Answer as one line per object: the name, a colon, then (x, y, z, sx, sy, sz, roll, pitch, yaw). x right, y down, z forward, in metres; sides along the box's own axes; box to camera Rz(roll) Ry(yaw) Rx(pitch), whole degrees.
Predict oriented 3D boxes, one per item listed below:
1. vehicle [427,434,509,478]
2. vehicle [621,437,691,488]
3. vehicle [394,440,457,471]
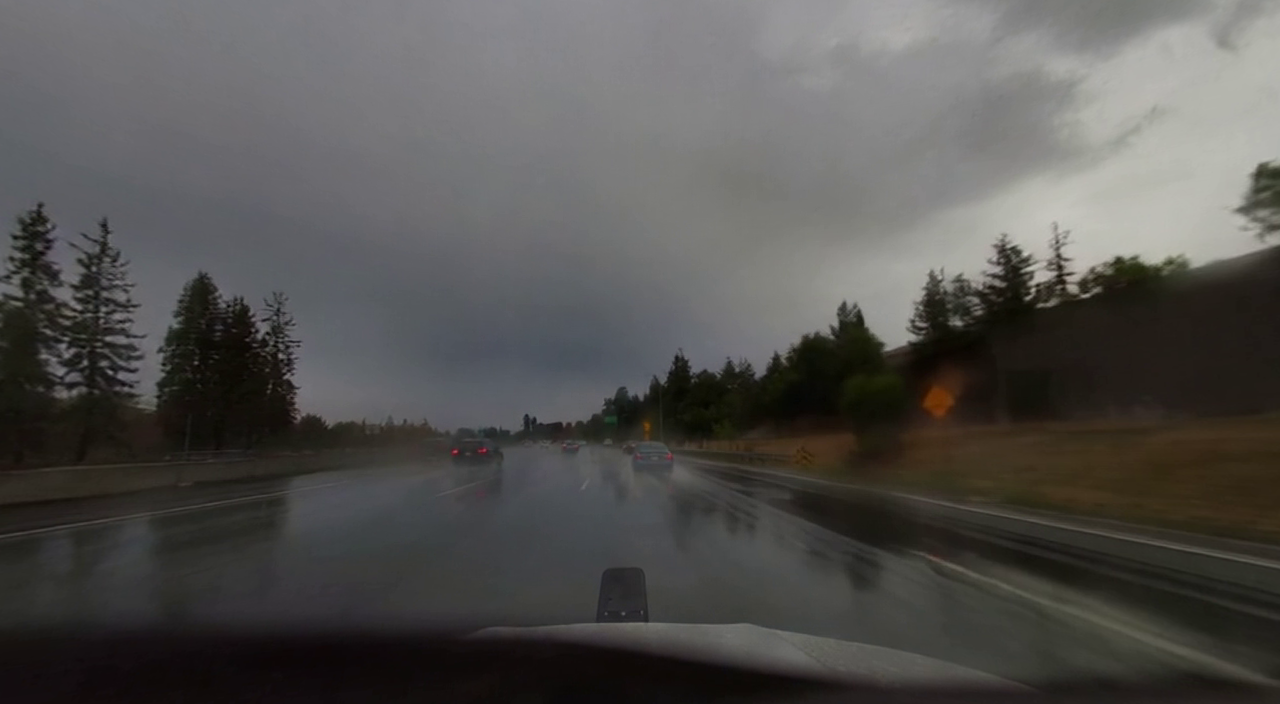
vehicle: (-7.088, 4.332, 26.574, 2.221, 1.693, 4.631, 0, -8, -1)
vehicle: (0.411, 3.516, 20.401, 2.051, 1.444, 3.927, 0, -8, -1)
vehicle: (-11.417, 5.515, 33.896, 2.041, 1.534, 4.140, 0, -8, -2)
